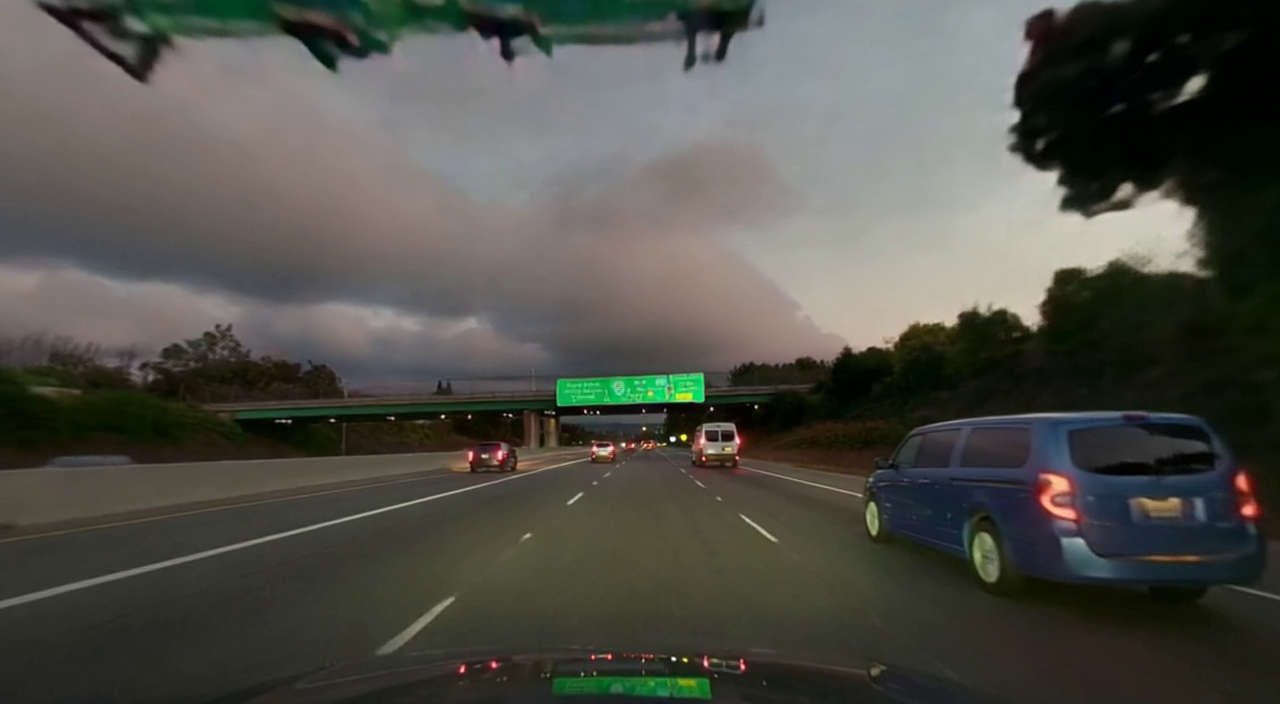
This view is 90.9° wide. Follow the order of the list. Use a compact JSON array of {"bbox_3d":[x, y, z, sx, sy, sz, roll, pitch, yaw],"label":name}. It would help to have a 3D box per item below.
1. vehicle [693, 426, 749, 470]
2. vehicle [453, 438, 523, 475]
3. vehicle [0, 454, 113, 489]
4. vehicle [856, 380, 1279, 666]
[{"bbox_3d":[4.372,5.298,34.841,2.347,2.234,5.352,0,-8,0],"label":"vehicle"},{"bbox_3d":[-7.138,4.958,30.121,2.068,1.632,4.623,-1,-8,2],"label":"vehicle"},{"bbox_3d":[-29.051,5.811,31.076,1.959,1.493,4.797,0,-8,0],"label":"vehicle"},{"bbox_3d":[3.936,1.347,6.089,2.100,1.690,4.536,0,-8,0],"label":"vehicle"}]
